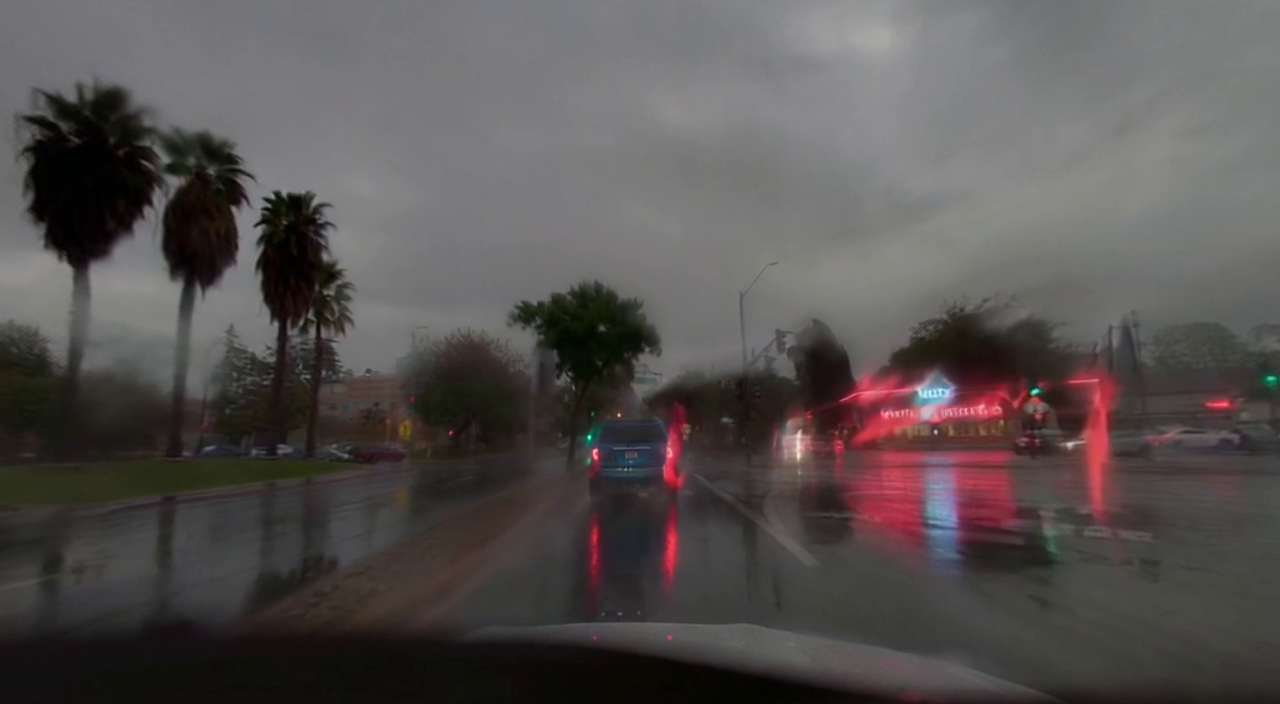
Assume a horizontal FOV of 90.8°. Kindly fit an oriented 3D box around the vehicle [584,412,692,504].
[{"bbox_3d":[-0.007,2.571,15.711,2.263,1.932,4.709,0,-8,1],"label":"vehicle"}]

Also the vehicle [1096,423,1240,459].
[{"bbox_3d":[28.981,4.927,34.987,5.809,1.839,1.957,-6,-10,34],"label":"vehicle"}]

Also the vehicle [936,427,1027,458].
[{"bbox_3d":[21.625,5.752,40.072,4.852,1.847,1.983,-5,-10,32],"label":"vehicle"}]

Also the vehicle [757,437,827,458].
[{"bbox_3d":[11.196,7.054,46.715,4.665,1.467,1.833,-6,-10,34],"label":"vehicle"}]

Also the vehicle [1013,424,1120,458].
[{"bbox_3d":[23.315,4.900,34.719,4.641,1.778,1.958,-5,-10,32],"label":"vehicle"}]

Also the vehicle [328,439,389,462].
[{"bbox_3d":[-22.095,7.699,49.531,4.790,1.687,1.969,-6,-10,33],"label":"vehicle"}]
